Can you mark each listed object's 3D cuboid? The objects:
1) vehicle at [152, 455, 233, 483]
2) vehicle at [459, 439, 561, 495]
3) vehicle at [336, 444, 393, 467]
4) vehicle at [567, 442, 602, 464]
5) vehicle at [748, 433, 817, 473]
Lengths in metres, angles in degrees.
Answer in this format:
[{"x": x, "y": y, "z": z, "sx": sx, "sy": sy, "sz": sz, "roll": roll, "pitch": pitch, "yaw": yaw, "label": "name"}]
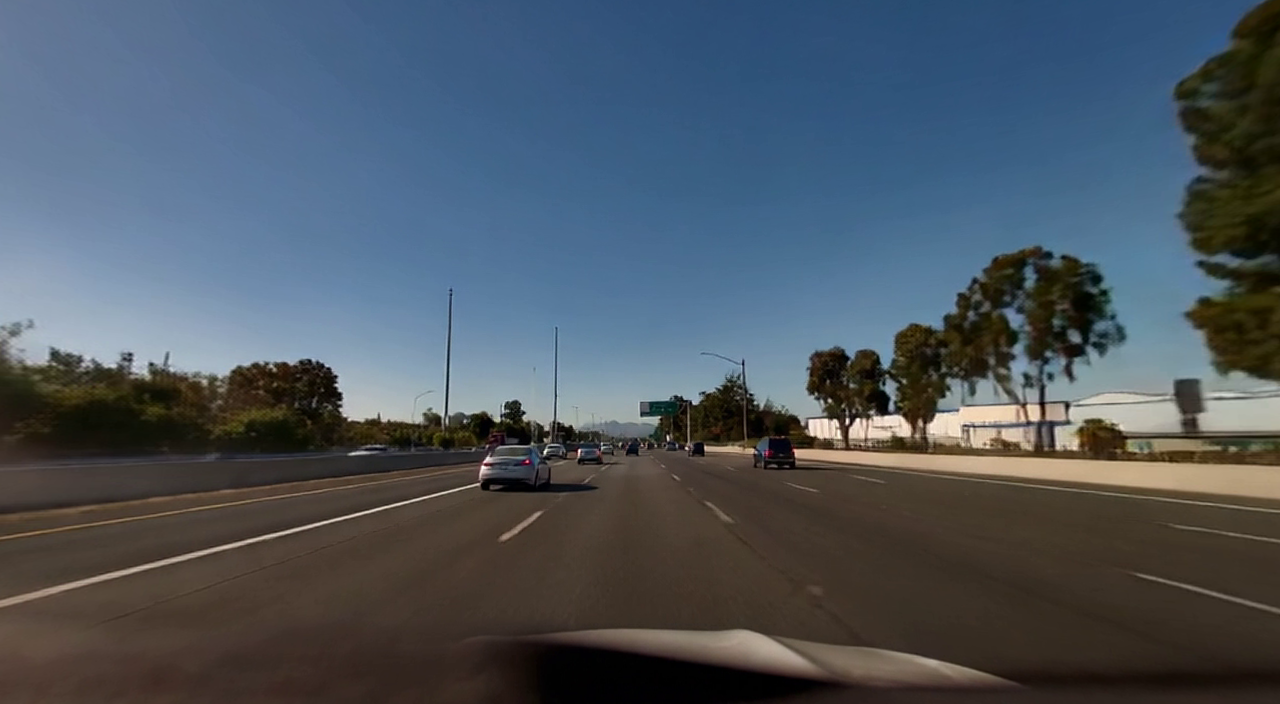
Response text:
[{"x": -24.515, "y": 6.406, "z": 34.798, "sx": 1.724, "sy": 1.414, "sz": 3.765, "roll": 0, "pitch": -9, "yaw": -1, "label": "vehicle"}, {"x": -3.697, "y": 3.373, "z": 18.951, "sx": 2.047, "sy": 1.469, "sz": 4.614, "roll": 0, "pitch": -9, "yaw": 0, "label": "vehicle"}, {"x": -21.091, "y": 7.925, "z": 48.588, "sx": 2.136, "sy": 1.695, "sz": 5.011, "roll": 0, "pitch": -9, "yaw": 0, "label": "vehicle"}, {"x": -3.897, "y": 7.194, "z": 45.112, "sx": 2.078, "sy": 1.464, "sz": 4.093, "roll": 0, "pitch": -9, "yaw": 0, "label": "vehicle"}, {"x": 6.790, "y": 4.867, "z": 30.667, "sx": 2.147, "sy": 1.769, "sz": 4.666, "roll": 0, "pitch": -9, "yaw": -2, "label": "vehicle"}]
